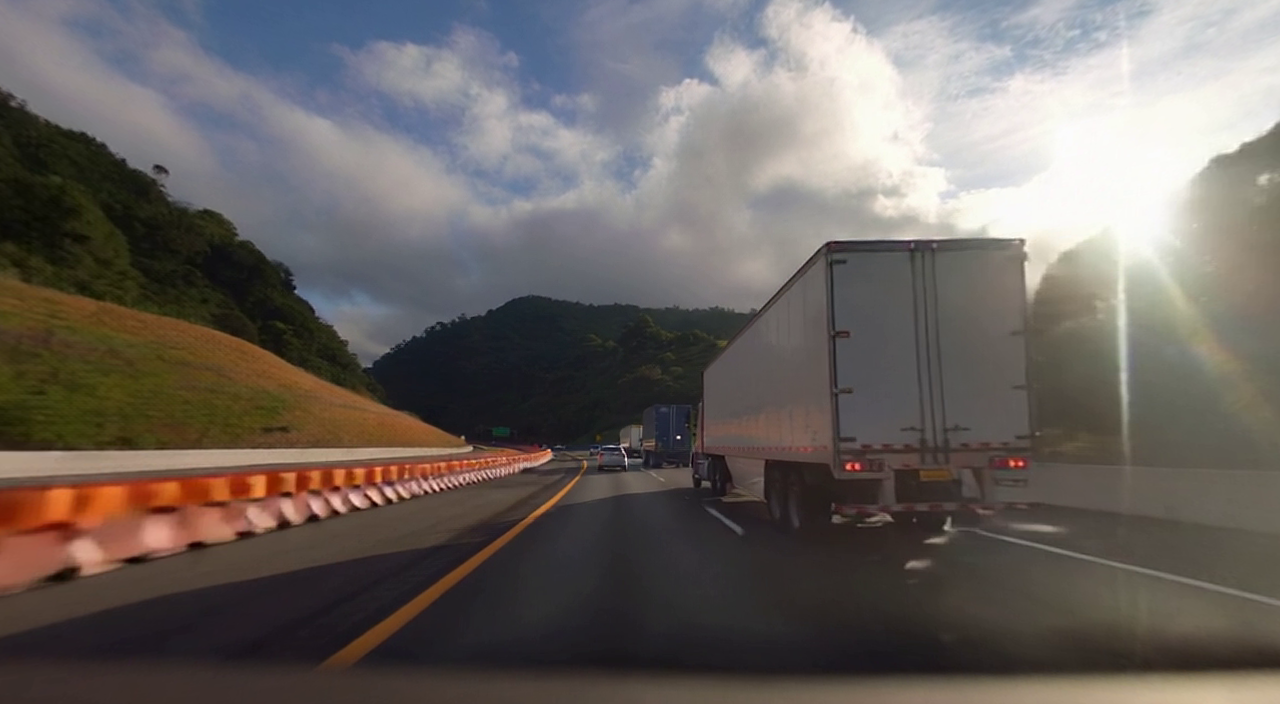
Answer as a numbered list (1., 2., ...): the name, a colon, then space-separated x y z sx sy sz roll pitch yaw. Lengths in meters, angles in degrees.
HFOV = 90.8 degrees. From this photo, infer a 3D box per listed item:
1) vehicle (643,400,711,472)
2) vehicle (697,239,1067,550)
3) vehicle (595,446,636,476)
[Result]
1. vehicle: 2.110 5.872 42.885 2.826 4.050 13.845 1 -9 -4
2. vehicle: 3.780 1.617 15.571 2.911 4.099 14.578 0 -9 -2
3. vehicle: -1.287 5.610 32.544 2.029 1.437 3.794 0 -9 -3
